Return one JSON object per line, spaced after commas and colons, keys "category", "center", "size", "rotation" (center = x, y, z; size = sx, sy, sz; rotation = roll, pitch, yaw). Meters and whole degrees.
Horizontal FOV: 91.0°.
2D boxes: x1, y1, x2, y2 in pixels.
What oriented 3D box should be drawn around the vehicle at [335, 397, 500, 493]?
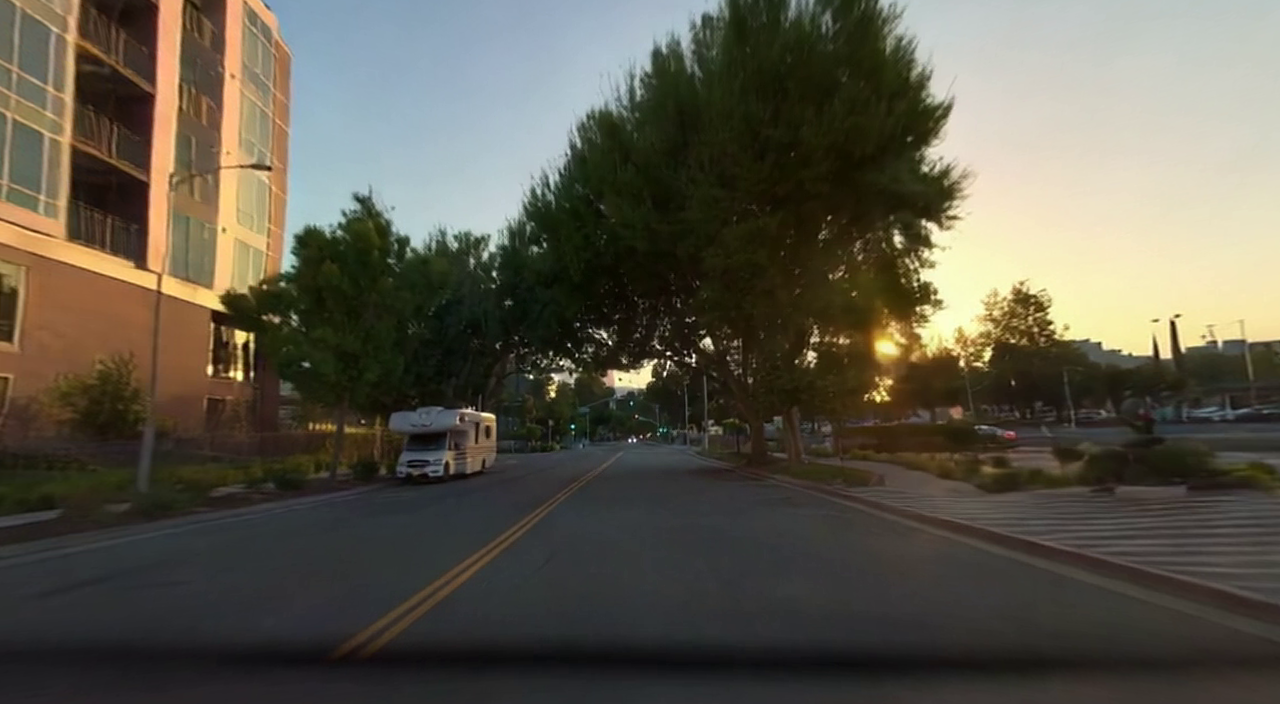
{"category": "vehicle", "center": [-7.307, 3.244, 22.234], "size": [3.108, 2.771, 7.999], "rotation": [0, -8, -2]}
